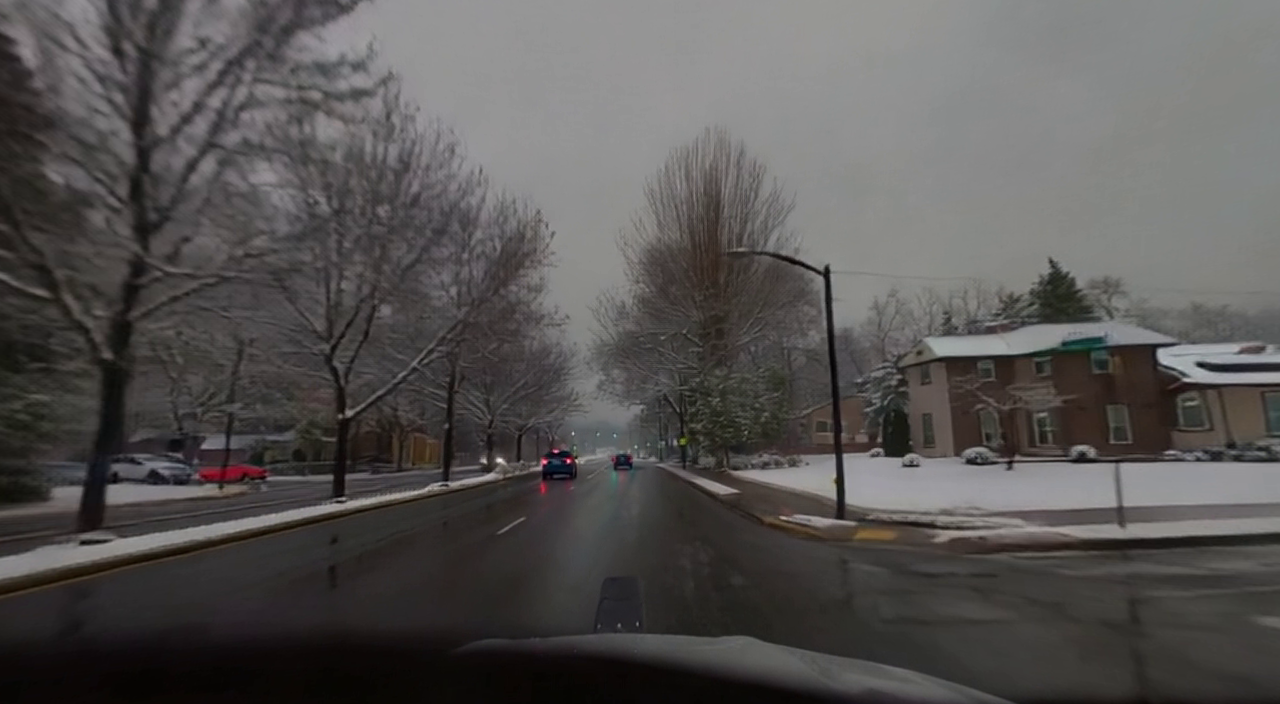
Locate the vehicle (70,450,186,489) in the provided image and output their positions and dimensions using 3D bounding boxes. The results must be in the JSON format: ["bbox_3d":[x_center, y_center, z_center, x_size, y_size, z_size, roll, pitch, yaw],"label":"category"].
[{"bbox_3d":[-30.836,7.103,38.052,4.865,2.217,2.192,1,-9,-3],"label":"vehicle"}]

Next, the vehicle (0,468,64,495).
[{"bbox_3d":[-38.126,7.860,38.063,4.495,1.504,2.023,-2,-10,-2],"label":"vehicle"}]

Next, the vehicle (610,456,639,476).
[{"bbox_3d":[-1.196,8.992,49.942,2.187,1.478,4.138,1,-9,0],"label":"vehicle"}]

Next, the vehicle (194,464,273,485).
[{"bbox_3d":[-30.116,9.087,46.704,4.605,1.453,1.809,1,-10,0],"label":"vehicle"}]

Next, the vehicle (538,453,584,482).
[{"bbox_3d":[-4.403,6.499,35.620,2.083,1.460,4.527,1,-9,-1],"label":"vehicle"}]
